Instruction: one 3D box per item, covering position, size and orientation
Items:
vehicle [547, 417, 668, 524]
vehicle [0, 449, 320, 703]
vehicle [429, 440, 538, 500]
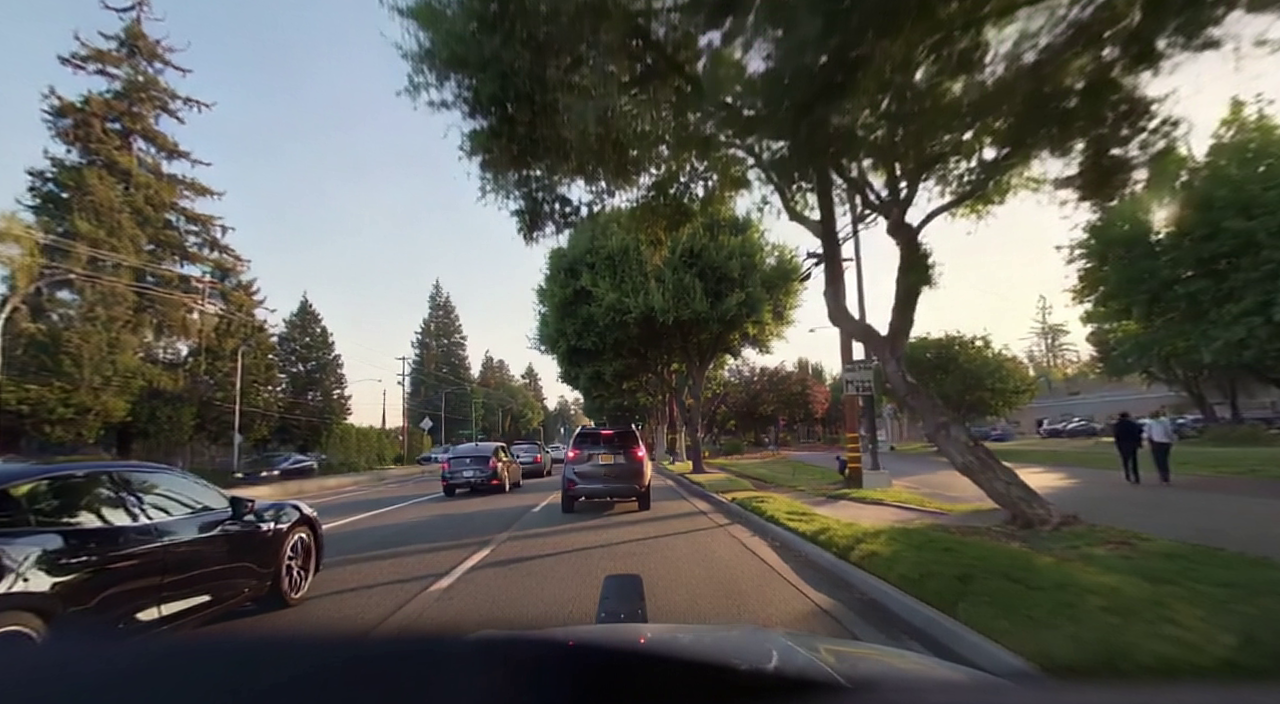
[{"bbox_3d":[-0.596,2.272,12.605,2.012,1.769,3.897,0,-8,-2],"label":"vehicle"},{"bbox_3d":[-3.754,1.188,3.301,1.865,1.314,4.461,0,-8,0],"label":"vehicle"},{"bbox_3d":[-4.317,3.325,18.273,2.087,1.485,4.452,0,-8,-1],"label":"vehicle"}]
